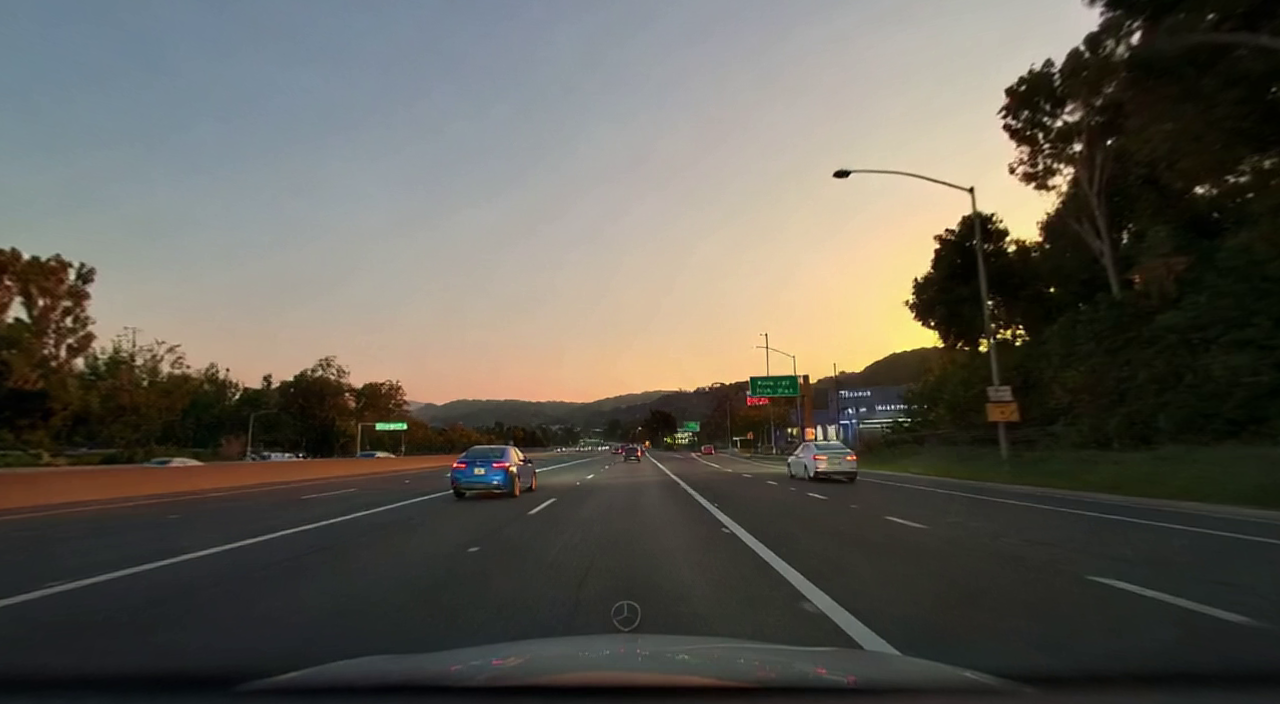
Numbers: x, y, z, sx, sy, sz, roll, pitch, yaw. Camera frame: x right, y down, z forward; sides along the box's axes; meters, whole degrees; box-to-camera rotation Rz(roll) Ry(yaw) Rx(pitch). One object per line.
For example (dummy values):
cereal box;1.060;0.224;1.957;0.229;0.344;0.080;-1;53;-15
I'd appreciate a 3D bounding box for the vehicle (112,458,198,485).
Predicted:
vehicle;-33.022;8.115;43.067;2.125;1.618;4.772;0;-9;0

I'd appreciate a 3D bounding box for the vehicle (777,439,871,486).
vehicle;6.812;4.132;23.960;2.035;1.566;5.409;0;-9;1

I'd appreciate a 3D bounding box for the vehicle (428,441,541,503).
vehicle;-4.295;3.380;18.193;2.071;1.553;4.388;0;-9;1
